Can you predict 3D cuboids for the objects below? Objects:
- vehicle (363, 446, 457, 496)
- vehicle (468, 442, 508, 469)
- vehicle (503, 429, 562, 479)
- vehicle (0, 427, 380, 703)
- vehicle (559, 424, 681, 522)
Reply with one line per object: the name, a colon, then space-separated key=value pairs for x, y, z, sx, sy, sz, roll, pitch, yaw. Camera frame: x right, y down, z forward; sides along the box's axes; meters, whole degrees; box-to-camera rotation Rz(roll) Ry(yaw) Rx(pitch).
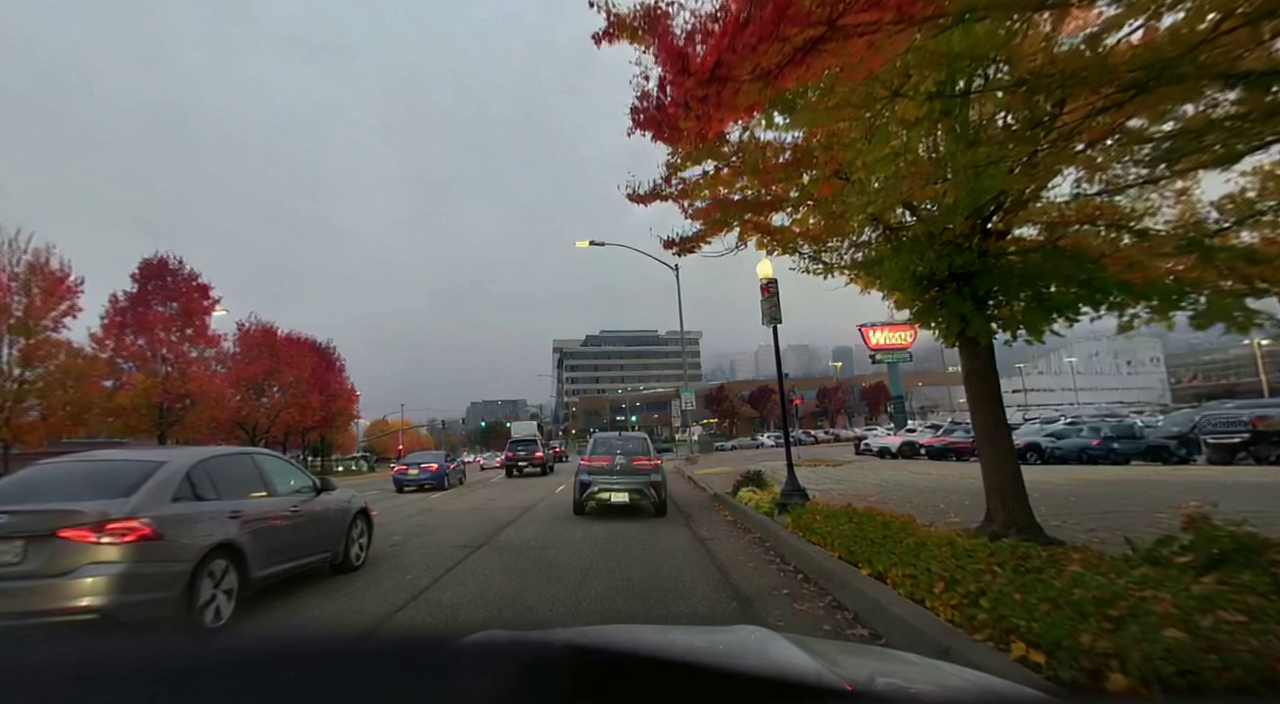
vehicle: x=-8.183 y=4.236 z=22.850 sx=1.932 sy=1.596 sz=4.247 roll=1 pitch=-9 yaw=-3
vehicle: x=-10.180 y=6.955 z=42.435 sx=2.069 sy=1.719 sz=4.441 roll=2 pitch=-9 yaw=-7
vehicle: x=-4.718 y=4.557 z=28.188 sx=2.082 sy=2.018 sz=4.308 roll=1 pitch=-9 yaw=-3
vehicle: x=-4.244 y=1.499 z=5.481 sx=1.974 sy=1.549 sz=4.603 roll=0 pitch=-9 yaw=0
vehicle: x=-0.413 y=2.444 z=13.209 sx=2.144 sy=1.704 sz=4.028 roll=1 pitch=-9 yaw=-2
